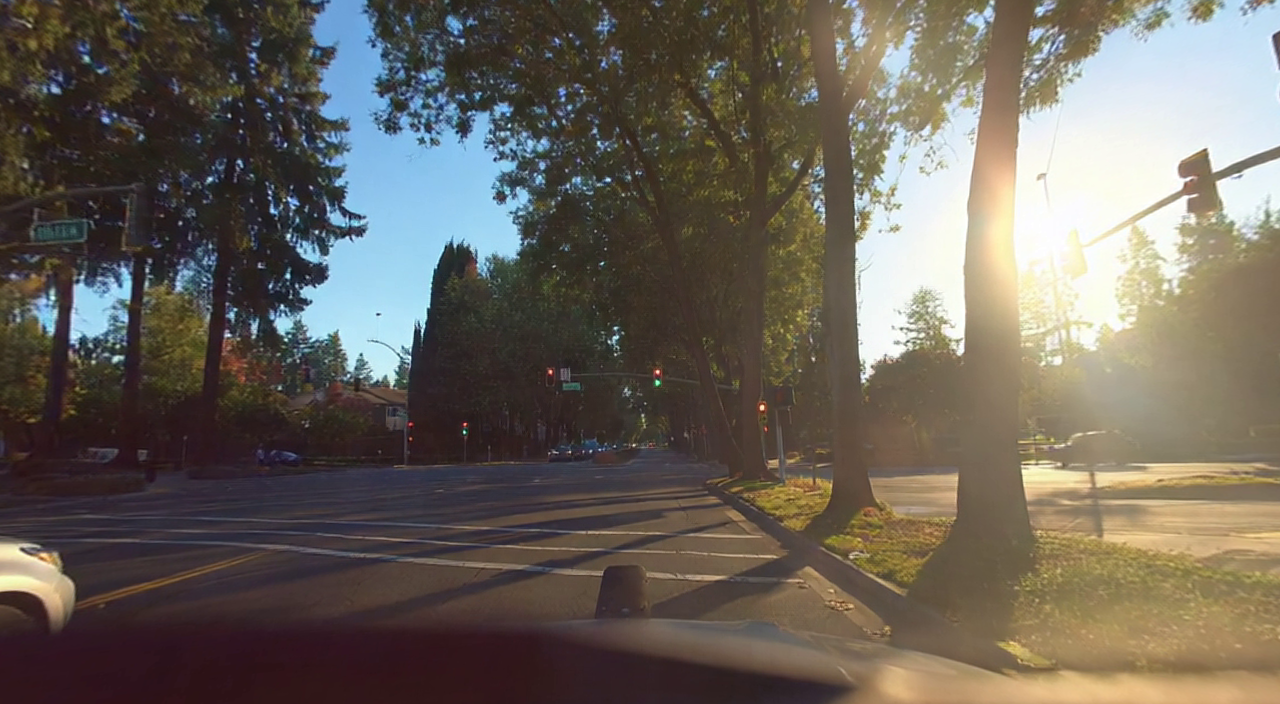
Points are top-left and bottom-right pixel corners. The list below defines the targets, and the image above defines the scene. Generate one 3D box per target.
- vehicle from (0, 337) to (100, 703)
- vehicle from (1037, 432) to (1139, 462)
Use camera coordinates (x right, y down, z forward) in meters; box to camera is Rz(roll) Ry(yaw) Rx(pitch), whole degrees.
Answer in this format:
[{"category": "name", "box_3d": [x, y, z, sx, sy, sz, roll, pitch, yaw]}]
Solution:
[{"category": "vehicle", "box_3d": [-3.264, 0.524, 0.404, 1.954, 1.689, 4.347, 0, -8, 0]}, {"category": "vehicle", "box_3d": [23.165, 4.929, 32.768, 3.952, 1.468, 1.768, -3, -9, 22]}]
